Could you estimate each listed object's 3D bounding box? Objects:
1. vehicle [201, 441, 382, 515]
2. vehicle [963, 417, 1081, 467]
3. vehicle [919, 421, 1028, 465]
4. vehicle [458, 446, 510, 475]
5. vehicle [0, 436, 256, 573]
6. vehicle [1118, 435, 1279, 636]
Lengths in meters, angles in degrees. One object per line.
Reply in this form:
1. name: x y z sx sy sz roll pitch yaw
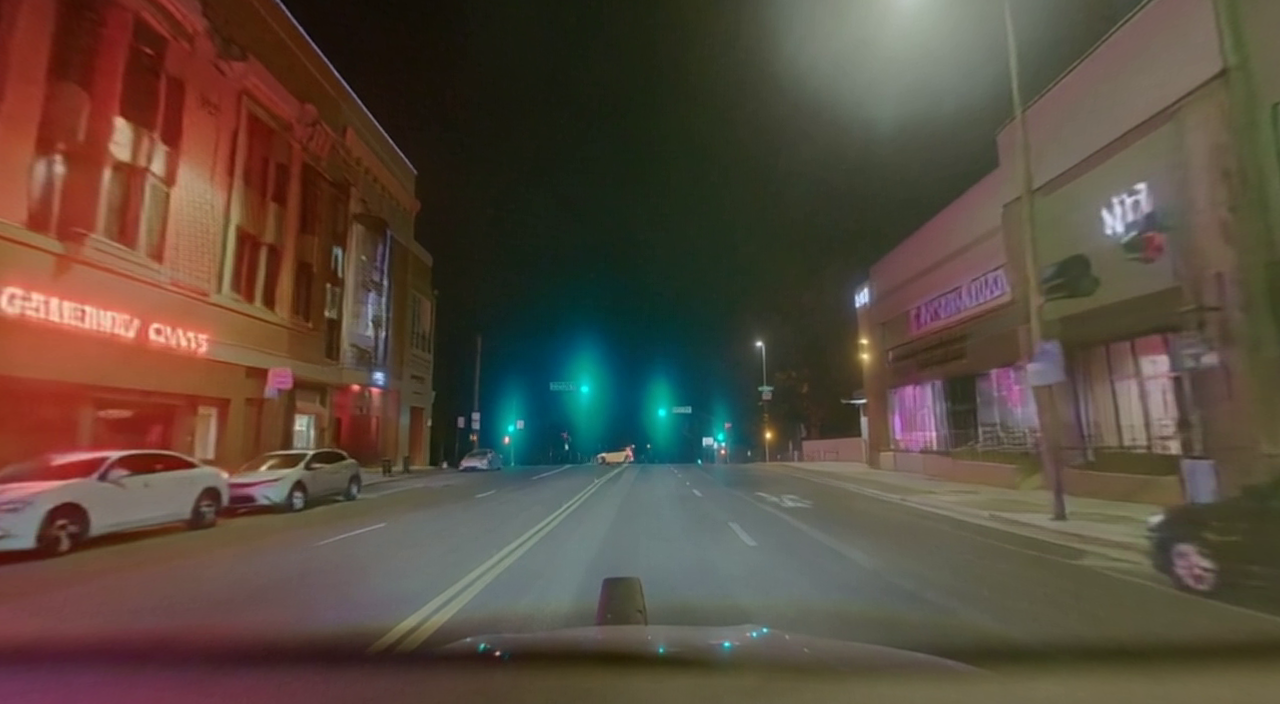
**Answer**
1. vehicle: -8.743 3.153 16.423 1.961 1.627 4.634 -1 -8 2
2. vehicle: 17.964 4.298 30.079 2.145 2.151 5.636 -1 -8 1
3. vehicle: 15.317 4.252 29.403 2.180 1.848 5.417 0 -8 1
4. vehicle: -8.948 6.242 36.600 1.908 1.529 4.522 0 -8 -1
5. vehicle: -8.990 2.304 10.507 2.004 1.709 4.941 -1 -8 1
6. vehicle: 6.040 1.357 4.310 1.989 1.571 4.607 0 -8 2
